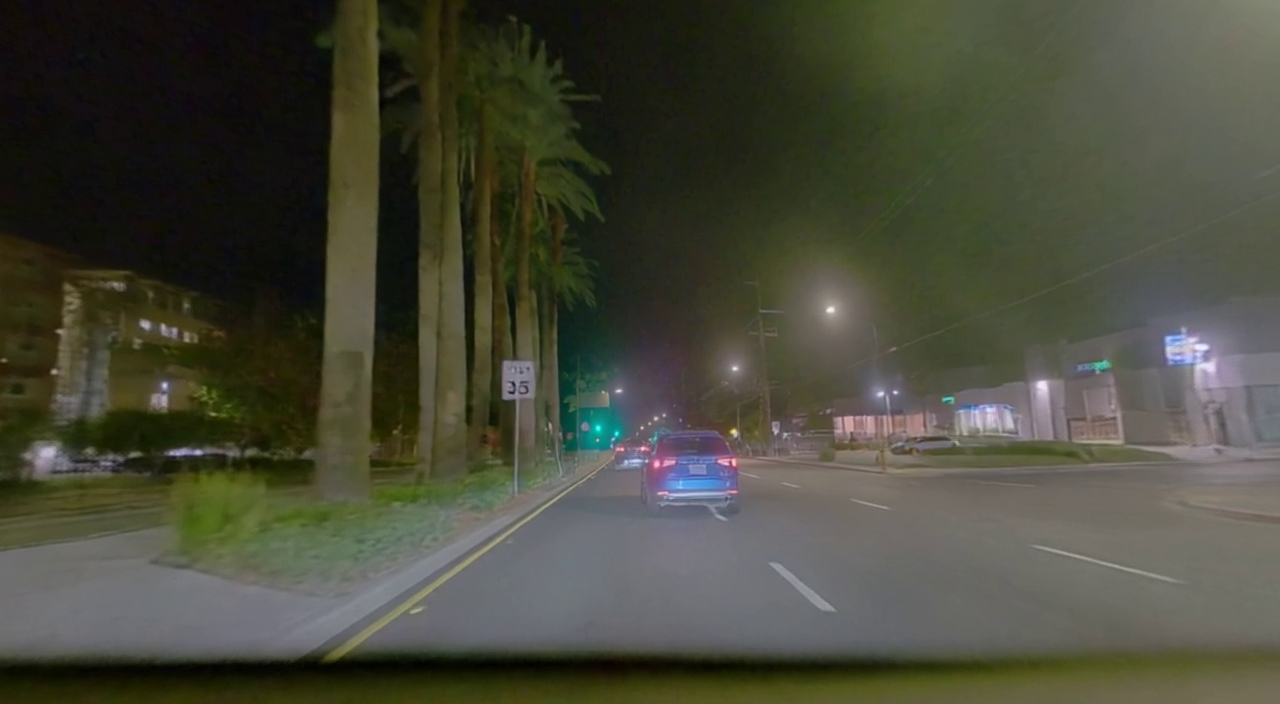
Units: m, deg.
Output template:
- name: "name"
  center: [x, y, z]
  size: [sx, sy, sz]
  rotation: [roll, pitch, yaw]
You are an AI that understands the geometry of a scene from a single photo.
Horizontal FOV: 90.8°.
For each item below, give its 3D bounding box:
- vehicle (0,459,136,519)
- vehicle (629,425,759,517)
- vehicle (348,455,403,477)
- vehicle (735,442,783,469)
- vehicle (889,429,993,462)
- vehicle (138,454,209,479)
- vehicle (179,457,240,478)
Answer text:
- name: "vehicle"
  center: [-19.731, 4.476, 21.084]
  size: [1.929, 1.646, 4.716]
  rotation: [0, -8, 0]
- name: "vehicle"
  center: [0.964, 2.535, 13.953]
  size: [2.239, 1.693, 4.301]
  rotation: [0, -8, -4]
- name: "vehicle"
  center: [-19.577, 8.442, 46.992]
  size: [1.848, 1.460, 4.641]
  rotation: [-1, -8, 4]
- name: "vehicle"
  center: [6.971, 6.094, 37.444]
  size: [1.930, 1.457, 4.267]
  rotation: [0, -8, -2]
- name: "vehicle"
  center: [20.393, 6.374, 42.928]
  size: [5.820, 1.968, 2.301]
  rotation: [-1, -9, -2]
- name: "vehicle"
  center: [-34.310, 8.411, 46.603]
  size: [1.926, 1.722, 4.264]
  rotation: [0, -8, 1]
- name: "vehicle"
  center: [-31.485, 8.445, 46.353]
  size: [1.765, 1.417, 3.827]
  rotation: [0, -8, 0]
